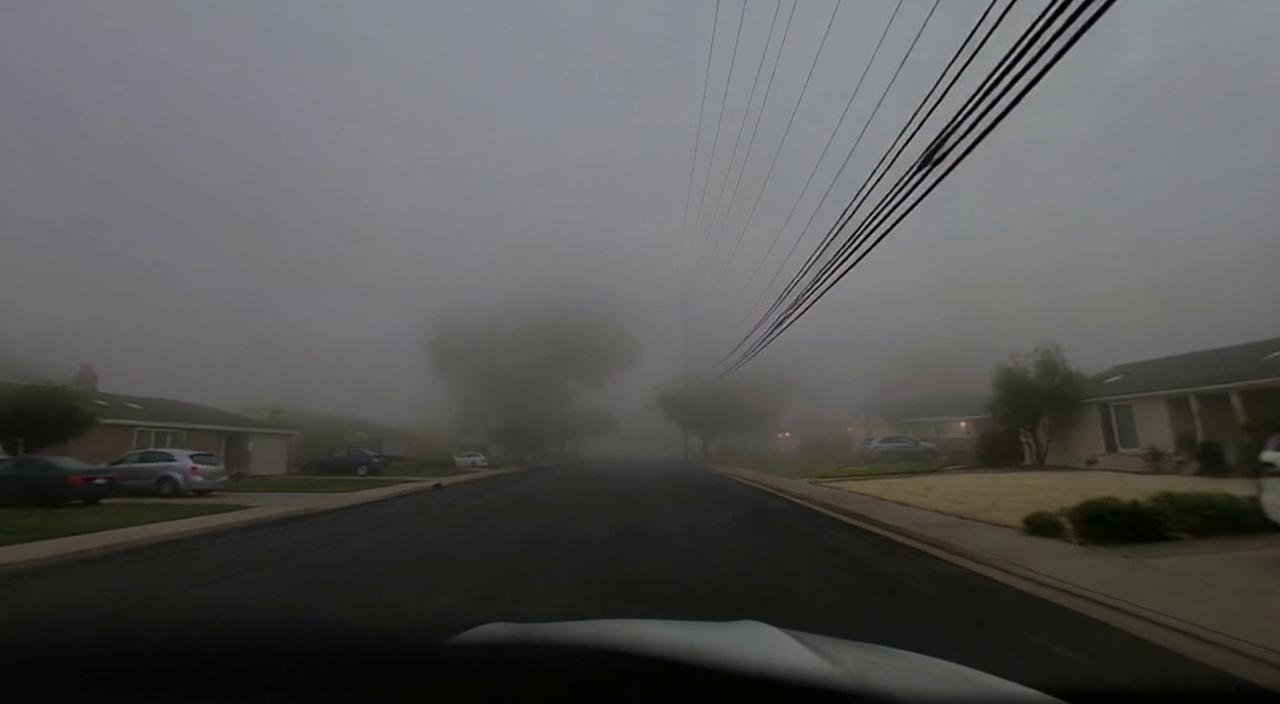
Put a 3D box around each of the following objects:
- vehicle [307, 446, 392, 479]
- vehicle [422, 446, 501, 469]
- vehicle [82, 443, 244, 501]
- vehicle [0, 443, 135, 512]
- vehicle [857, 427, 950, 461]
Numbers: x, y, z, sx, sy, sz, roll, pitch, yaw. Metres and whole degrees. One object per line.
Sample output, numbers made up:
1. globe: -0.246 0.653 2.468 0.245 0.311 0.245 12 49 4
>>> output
1. vehicle: -14.994 5.711 33.008 1.978 1.586 5.192 0 -8 0
2. vehicle: -12.489 7.407 44.390 4.893 1.567 2.105 -1 -8 6
3. vehicle: -15.244 3.774 20.250 4.232 1.693 1.949 -3 -9 18
4. vehicle: -16.457 3.242 16.596 4.482 1.648 2.169 0 -9 1
5. vehicle: 14.768 5.196 35.648 4.373 1.759 2.093 0 -10 6
